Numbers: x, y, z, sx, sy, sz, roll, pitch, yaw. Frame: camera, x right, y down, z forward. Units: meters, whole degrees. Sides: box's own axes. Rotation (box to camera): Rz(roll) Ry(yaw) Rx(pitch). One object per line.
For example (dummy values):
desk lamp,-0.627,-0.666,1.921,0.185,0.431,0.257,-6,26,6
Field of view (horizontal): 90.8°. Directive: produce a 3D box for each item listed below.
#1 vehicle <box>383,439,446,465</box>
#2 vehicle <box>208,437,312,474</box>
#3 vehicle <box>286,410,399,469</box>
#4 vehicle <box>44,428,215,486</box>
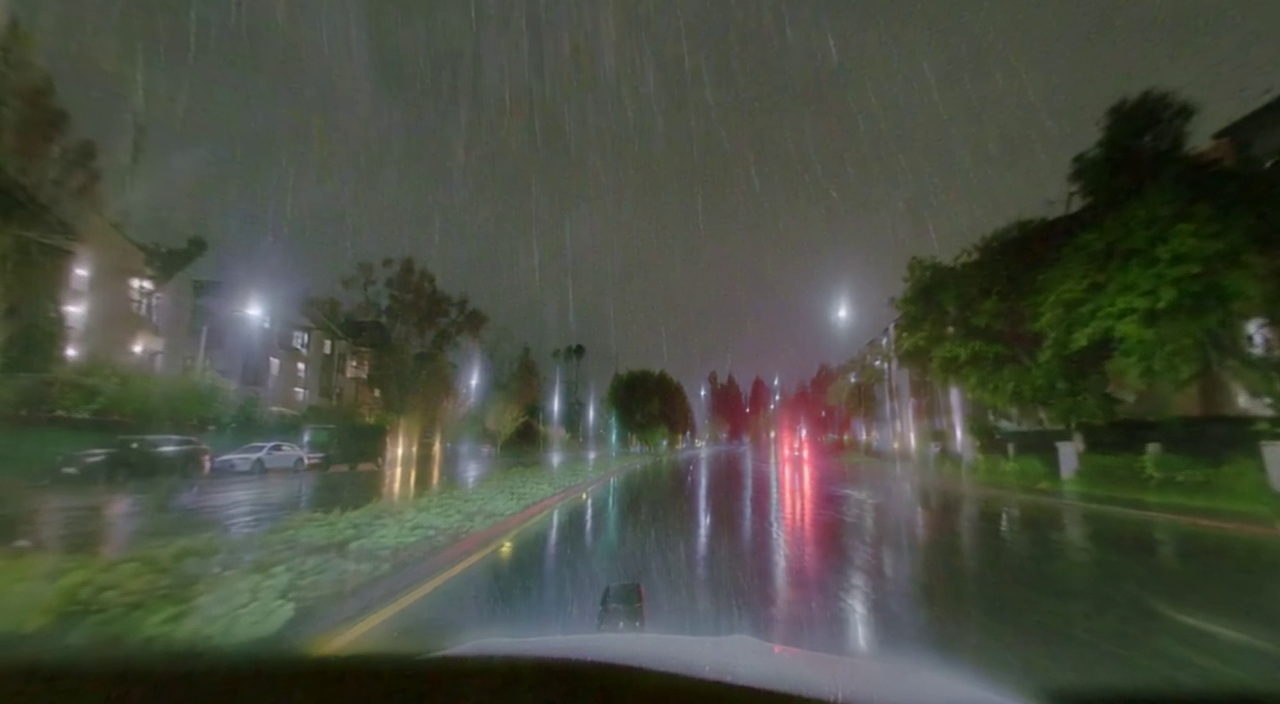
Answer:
vehicle,-16.876,7.544,47.660,2.226,1.733,5.775,-1,-9,5
vehicle,-18.319,5.049,30.787,1.876,1.624,4.827,-1,-9,3
vehicle,-17.649,5.394,38.177,2.781,3.224,7.055,-1,-10,5
vehicle,-18.830,3.915,23.730,2.096,1.839,5.137,-2,-9,1
